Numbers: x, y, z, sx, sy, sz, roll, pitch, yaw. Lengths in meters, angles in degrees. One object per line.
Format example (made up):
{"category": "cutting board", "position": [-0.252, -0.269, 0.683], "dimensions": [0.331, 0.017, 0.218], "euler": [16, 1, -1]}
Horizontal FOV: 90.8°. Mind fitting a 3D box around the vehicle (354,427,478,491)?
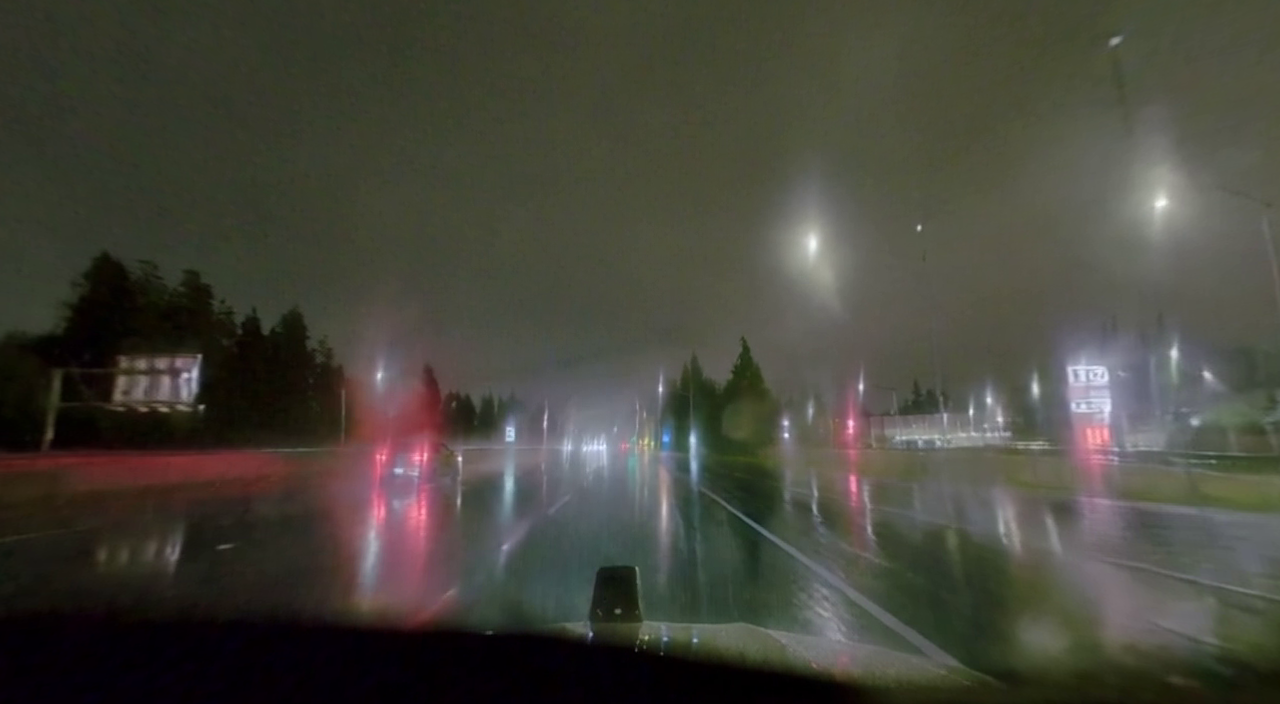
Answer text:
{"category": "vehicle", "position": [-7.025, 3.408, 20.488], "dimensions": [2.231, 1.807, 4.758], "euler": [0, -8, 0]}
